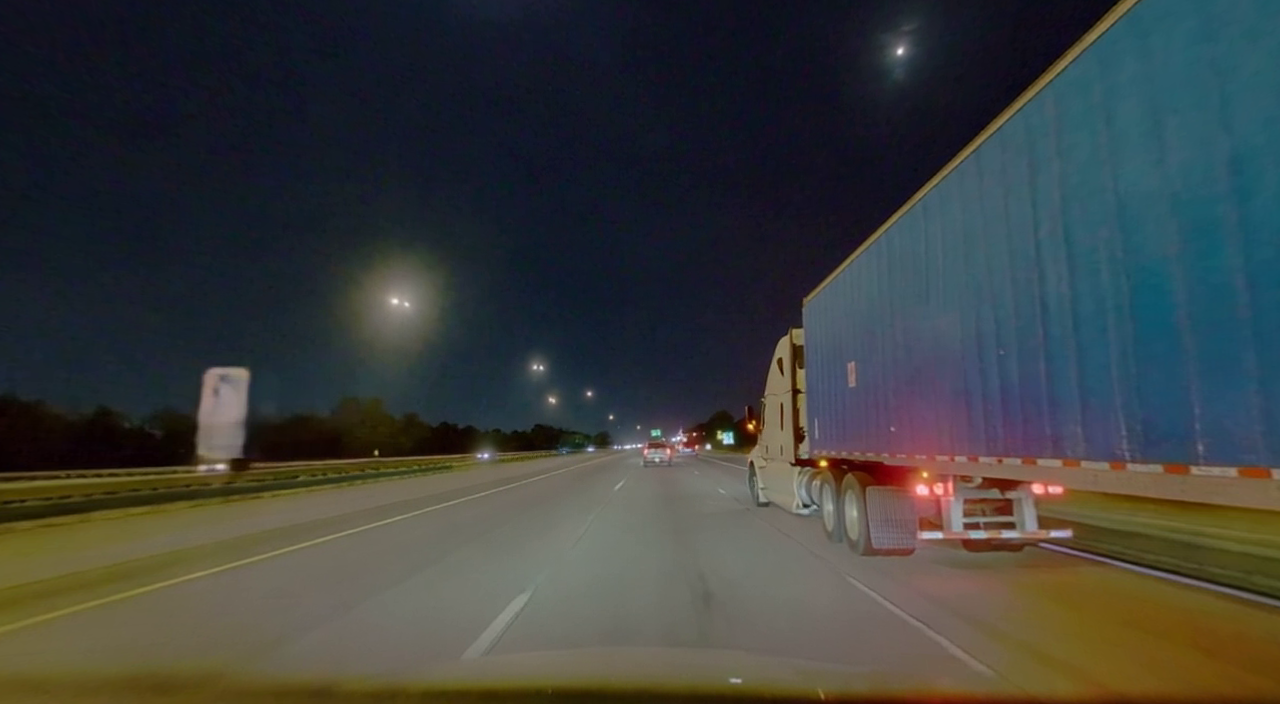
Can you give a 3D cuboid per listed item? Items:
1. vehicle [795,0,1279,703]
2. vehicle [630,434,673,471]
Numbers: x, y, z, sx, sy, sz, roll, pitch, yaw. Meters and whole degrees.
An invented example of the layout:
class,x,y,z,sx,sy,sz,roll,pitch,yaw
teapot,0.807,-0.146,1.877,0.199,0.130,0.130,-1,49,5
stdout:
class,x,y,z,sx,sy,sz,roll,pitch,yaw
vehicle,4.078,-0.450,2.501,3.019,4.145,16.453,0,-8,1
vehicle,0.619,5.513,34.744,2.205,1.860,4.301,0,-8,1
